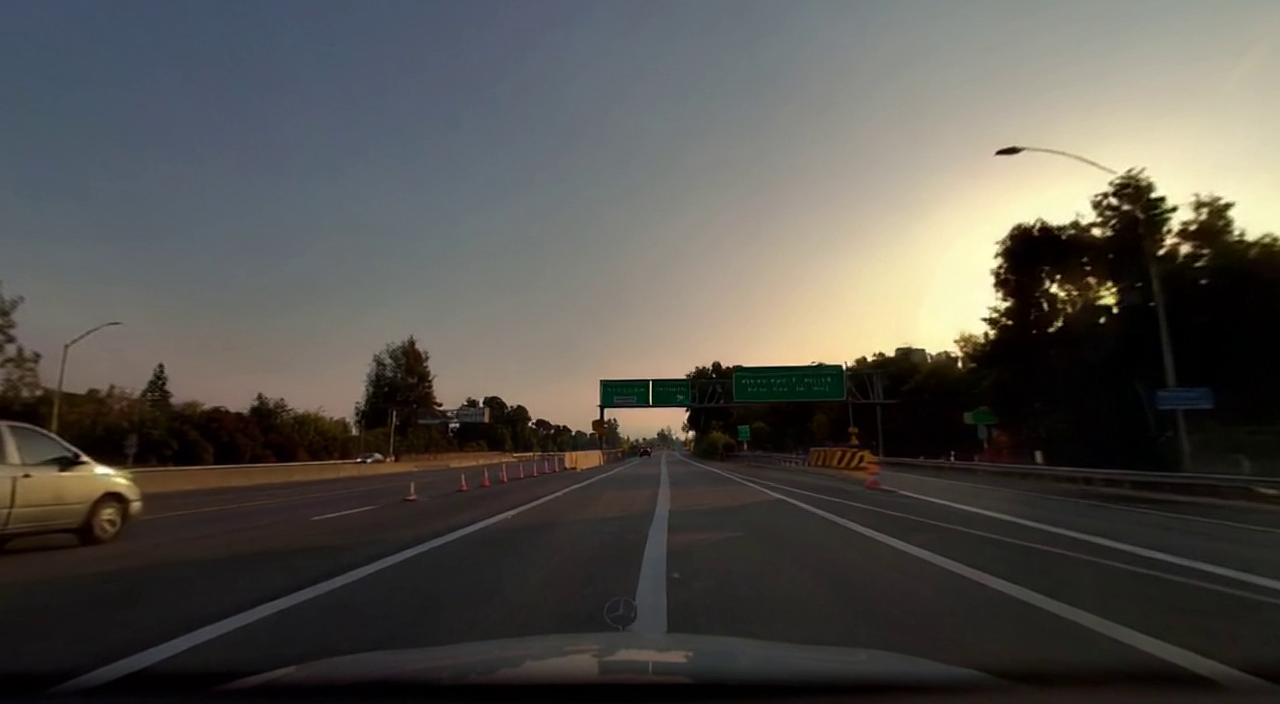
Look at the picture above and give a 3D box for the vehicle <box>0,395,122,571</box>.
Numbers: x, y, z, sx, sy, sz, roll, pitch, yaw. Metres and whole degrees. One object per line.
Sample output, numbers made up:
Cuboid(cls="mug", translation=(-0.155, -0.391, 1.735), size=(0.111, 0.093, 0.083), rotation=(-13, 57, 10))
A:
Cuboid(cls="vehicle", translation=(-8.067, 1.261, 5.757), size=(2.272, 1.869, 4.945), rotation=(0, -8, 3))
